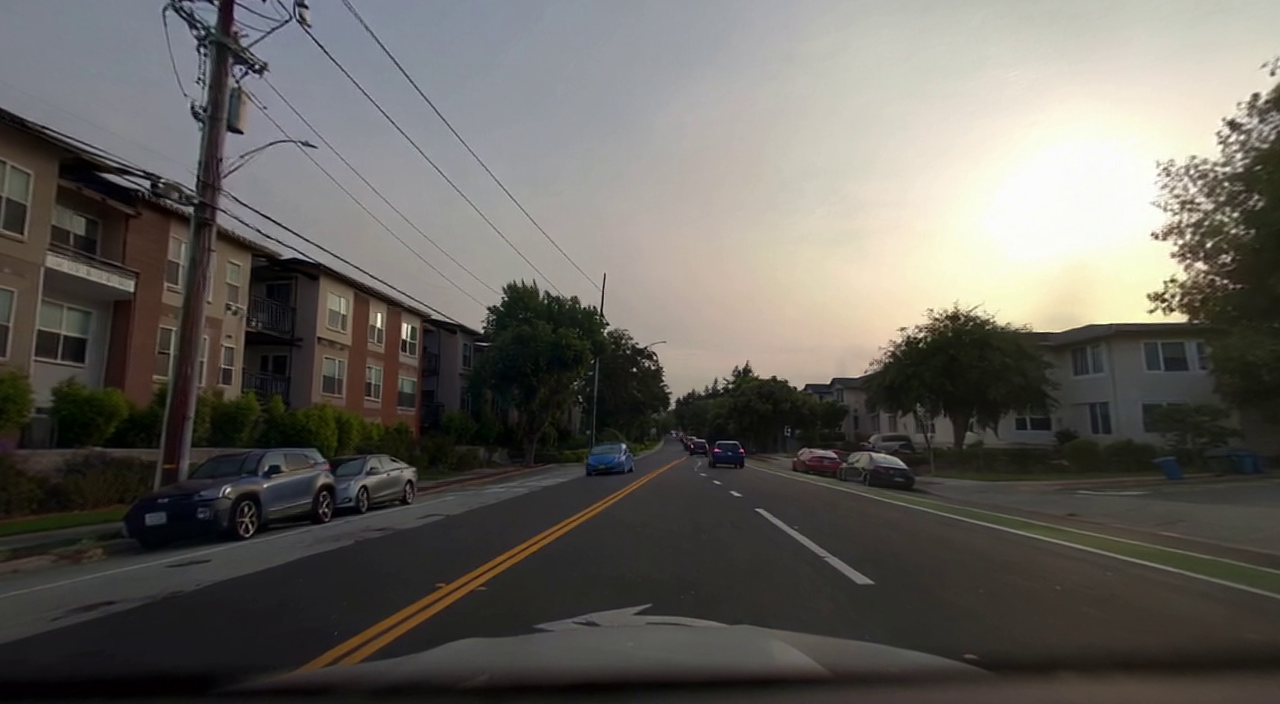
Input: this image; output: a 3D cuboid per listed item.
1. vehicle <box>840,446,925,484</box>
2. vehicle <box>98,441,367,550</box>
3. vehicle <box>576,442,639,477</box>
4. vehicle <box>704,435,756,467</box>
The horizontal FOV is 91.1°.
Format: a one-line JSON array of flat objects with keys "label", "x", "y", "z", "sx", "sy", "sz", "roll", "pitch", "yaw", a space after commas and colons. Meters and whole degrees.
[{"label": "vehicle", "x": 10.325, "y": 4.800, "z": 27.123, "sx": 1.935, "sy": 1.478, "sz": 4.711, "roll": -1, "pitch": -8, "yaw": 2}, {"label": "vehicle", "x": -8.001, "y": 2.810, "z": 13.120, "sx": 2.381, "sy": 1.825, "sz": 4.652, "roll": -1, "pitch": -8, "yaw": 2}, {"label": "vehicle", "x": -1.384, "y": 4.904, "z": 28.898, "sx": 2.155, "sy": 1.436, "sz": 4.501, "roll": -1, "pitch": -8, "yaw": 7}, {"label": "vehicle", "x": 5.052, "y": 5.655, "z": 35.977, "sx": 2.306, "sy": 1.719, "sz": 4.805, "roll": 0, "pitch": -8, "yaw": 0}]
